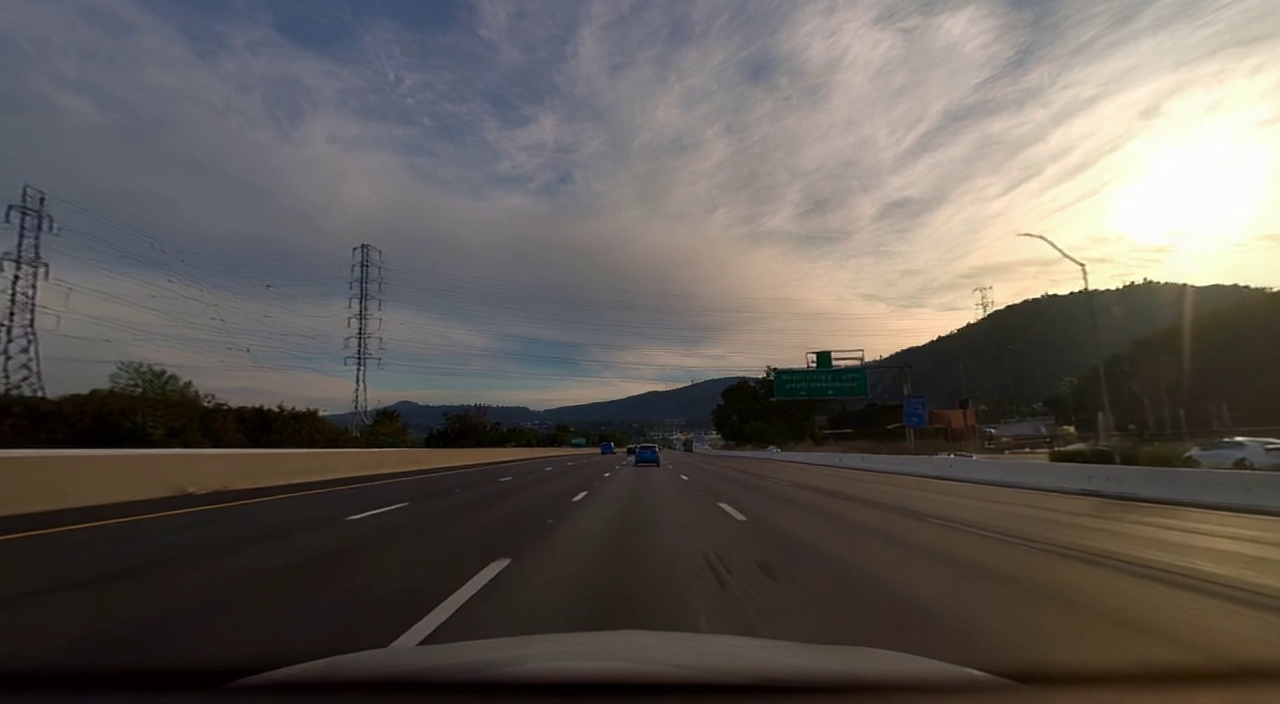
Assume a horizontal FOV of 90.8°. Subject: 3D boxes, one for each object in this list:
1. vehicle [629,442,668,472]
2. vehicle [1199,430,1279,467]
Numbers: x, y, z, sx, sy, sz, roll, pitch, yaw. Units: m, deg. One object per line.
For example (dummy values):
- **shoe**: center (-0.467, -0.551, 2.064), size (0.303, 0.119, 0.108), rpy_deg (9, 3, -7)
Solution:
- **vehicle**: center (0.490, 5.910, 35.854), size (2.074, 1.574, 3.971), rpy_deg (0, -8, 1)
- **vehicle**: center (26.787, 4.038, 26.522), size (2.072, 1.495, 4.732), rpy_deg (1, -9, -5)
